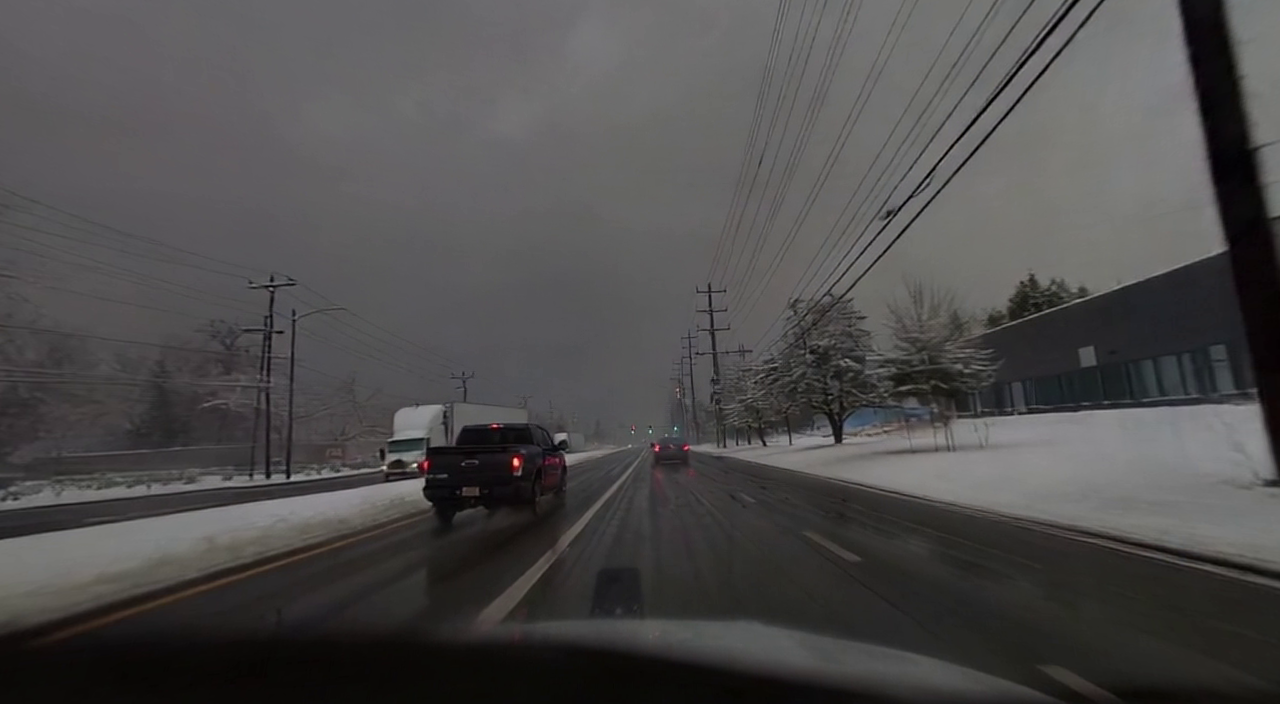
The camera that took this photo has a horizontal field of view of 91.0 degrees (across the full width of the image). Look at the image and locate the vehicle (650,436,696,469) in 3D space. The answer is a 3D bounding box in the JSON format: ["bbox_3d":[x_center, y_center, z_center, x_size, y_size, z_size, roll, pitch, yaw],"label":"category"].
[{"bbox_3d":[1.589,4.984,31.367,2.114,1.492,4.453,-1,-8,1],"label":"vehicle"}]

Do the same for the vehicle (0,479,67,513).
[{"bbox_3d":[-38.089,8.814,38.367,4.458,1.674,2.034,-3,-4,2],"label":"vehicle"}]

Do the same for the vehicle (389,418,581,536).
[{"bbox_3d":[-2.486,2.159,11.567,2.169,1.679,4.723,-1,-8,2],"label":"vehicle"}]
